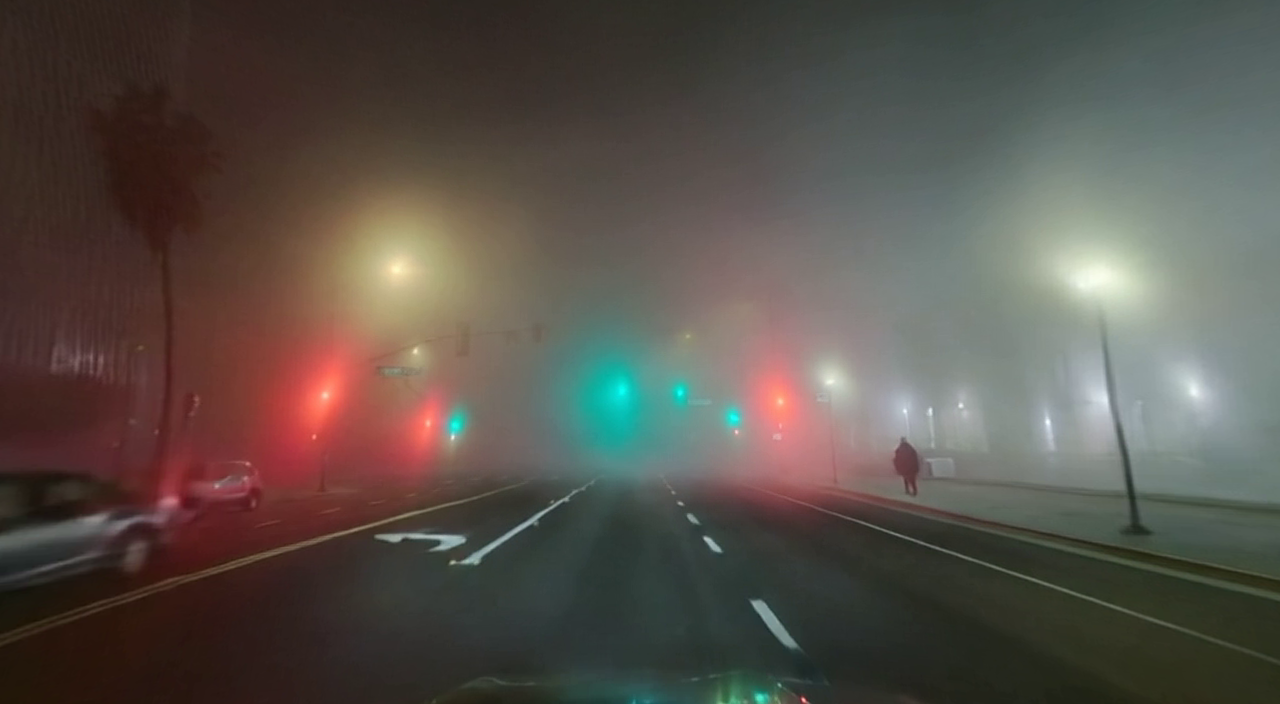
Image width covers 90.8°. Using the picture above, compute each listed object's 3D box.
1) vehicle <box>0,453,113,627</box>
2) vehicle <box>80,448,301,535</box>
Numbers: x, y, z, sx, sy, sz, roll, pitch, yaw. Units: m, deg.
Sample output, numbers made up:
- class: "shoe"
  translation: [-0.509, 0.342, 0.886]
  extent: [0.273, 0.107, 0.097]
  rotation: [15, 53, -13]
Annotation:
- class: "vehicle"
  translation: [-6.411, 1.457, 4.353]
  extent: [1.868, 1.467, 4.267]
  rotation: [0, -9, 0]
- class: "vehicle"
  translation: [-10.001, 3.079, 14.614]
  extent: [1.923, 1.662, 4.318]
  rotation: [0, -9, 0]
